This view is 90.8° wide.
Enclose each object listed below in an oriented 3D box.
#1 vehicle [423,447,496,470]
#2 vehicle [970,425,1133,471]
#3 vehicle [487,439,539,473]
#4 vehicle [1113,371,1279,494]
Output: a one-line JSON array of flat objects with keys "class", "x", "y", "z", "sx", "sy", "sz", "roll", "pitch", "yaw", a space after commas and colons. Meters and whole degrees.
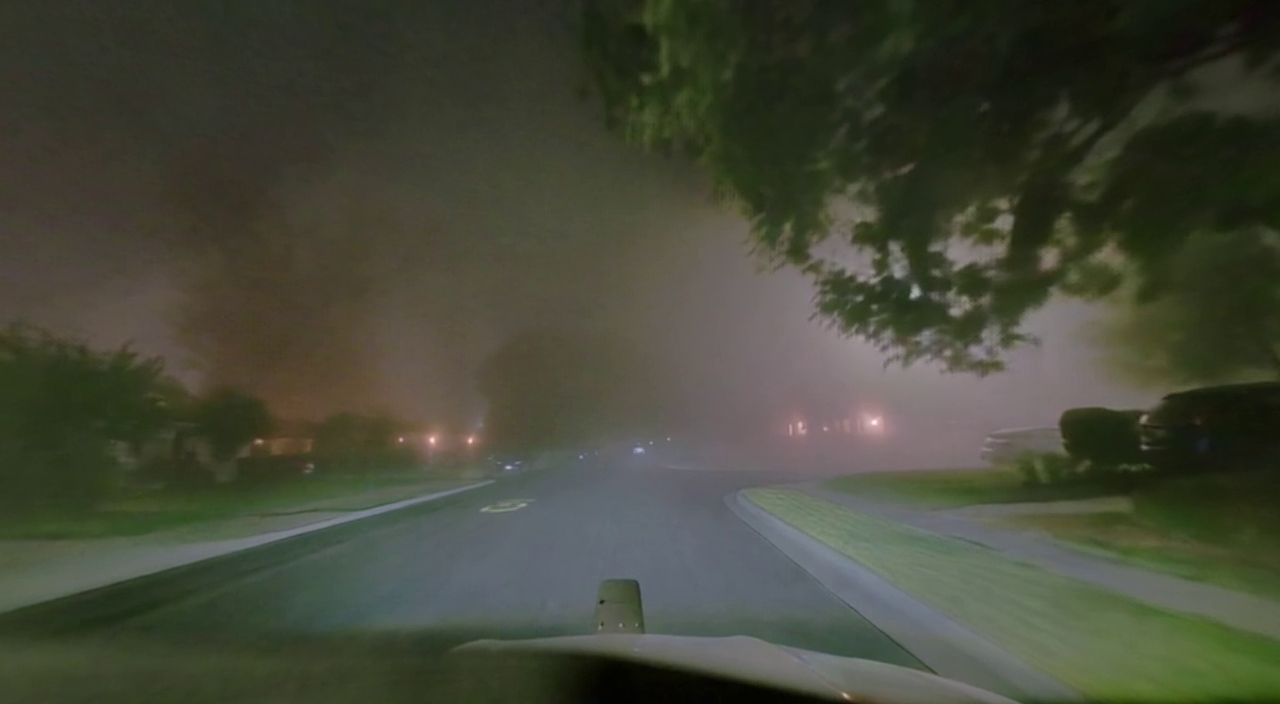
[{"class": "vehicle", "x": -12.691, "y": 7.486, "z": 44.596, "sx": 4.538, "sy": 1.578, "sz": 2.000, "roll": 0, "pitch": -8, "yaw": 1}, {"class": "vehicle", "x": 13.583, "y": 3.207, "z": 21.066, "sx": 4.086, "sy": 1.450, "sz": 1.830, "roll": -1, "pitch": -8, "yaw": 3}, {"class": "vehicle", "x": -7.765, "y": 6.438, "z": 39.008, "sx": 2.091, "sy": 1.912, "sz": 4.598, "roll": 0, "pitch": -10, "yaw": 2}, {"class": "vehicle", "x": 12.170, "y": 1.480, "z": 11.626, "sx": 5.367, "sy": 1.953, "sz": 2.257, "roll": 1, "pitch": -8, "yaw": -9}]
